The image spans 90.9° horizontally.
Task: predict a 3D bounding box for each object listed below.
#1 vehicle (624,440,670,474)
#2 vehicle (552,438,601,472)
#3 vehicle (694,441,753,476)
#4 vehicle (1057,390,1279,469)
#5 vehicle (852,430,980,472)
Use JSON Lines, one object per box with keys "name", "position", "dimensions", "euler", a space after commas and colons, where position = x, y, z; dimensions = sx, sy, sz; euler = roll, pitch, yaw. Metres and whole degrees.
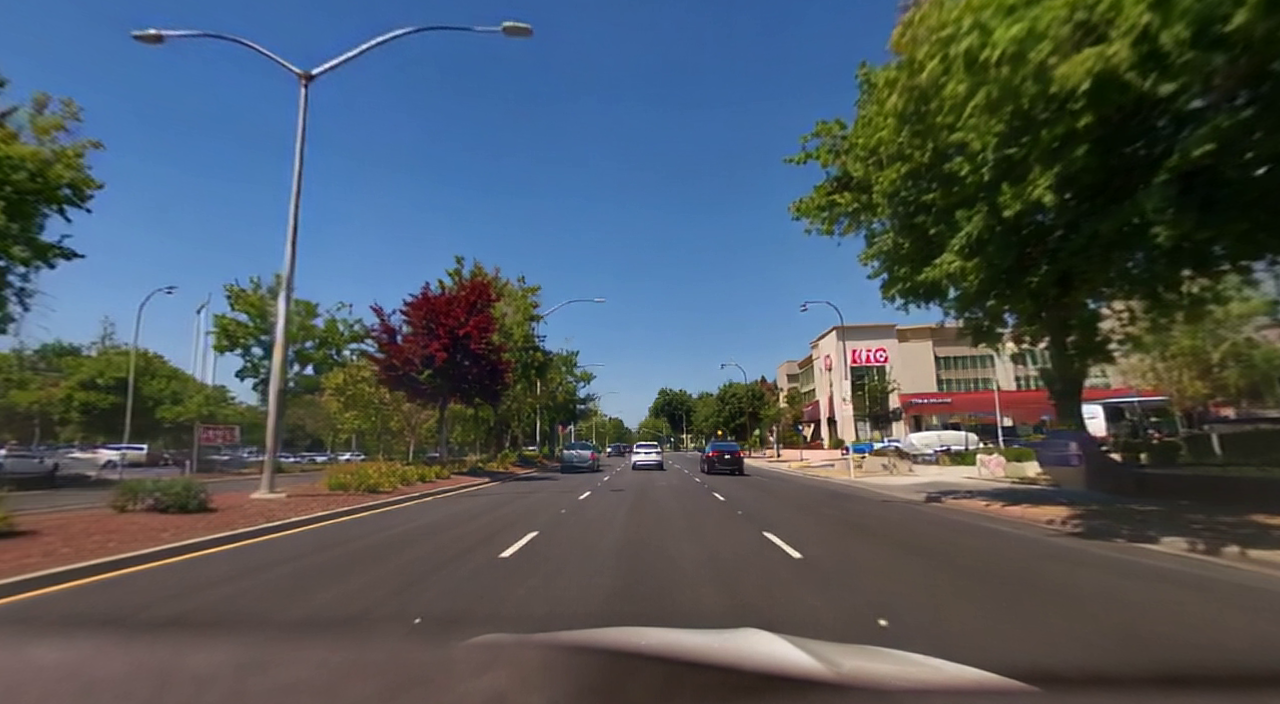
{"name": "vehicle", "position": [0.313, 4.943, 29.953], "dimensions": [2.059, 1.477, 4.216], "euler": [0, -8, 0]}
{"name": "vehicle", "position": [-3.133, 5.212, 32.040], "dimensions": [1.995, 1.607, 4.086], "euler": [0, -8, 1]}
{"name": "vehicle", "position": [3.743, 4.861, 29.091], "dimensions": [2.012, 1.462, 4.400], "euler": [0, -8, -1]}
{"name": "vehicle", "position": [26.156, 3.901, 31.471], "dimensions": [8.385, 3.654, 2.810], "euler": [-1, -8, 2]}
{"name": "vehicle", "position": [13.391, 4.842, 30.834], "dimensions": [5.144, 1.834, 2.188], "euler": [-2, -9, 2]}
